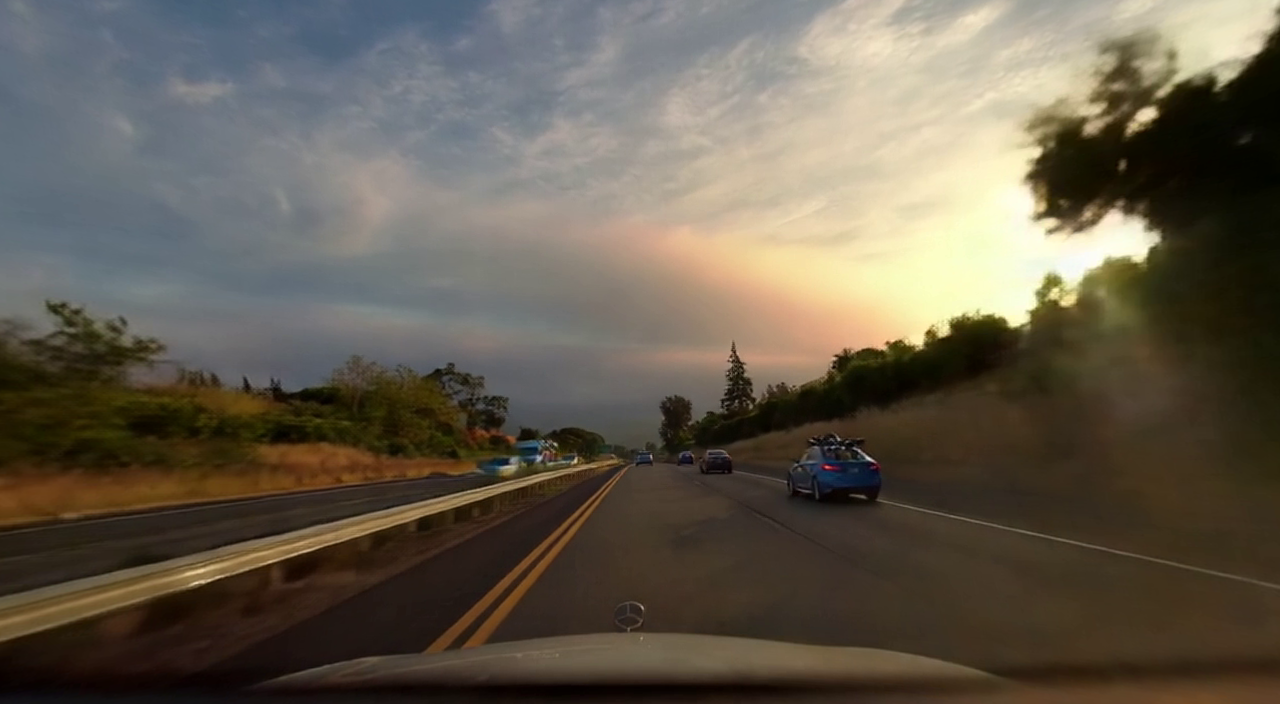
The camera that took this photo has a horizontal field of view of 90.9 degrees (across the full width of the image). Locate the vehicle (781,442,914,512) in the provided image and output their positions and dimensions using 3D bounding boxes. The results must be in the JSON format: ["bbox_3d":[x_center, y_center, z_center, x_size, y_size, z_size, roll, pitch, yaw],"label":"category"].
[{"bbox_3d":[4.964,3.023,15.691,1.964,1.513,3.707,0,-9,-1],"label":"vehicle"}]

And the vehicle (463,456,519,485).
[{"bbox_3d":[-8.389,6.692,35.879,1.979,1.470,4.558,0,-9,1],"label":"vehicle"}]

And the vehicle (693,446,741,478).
[{"bbox_3d":[4.272,6.204,35.848,2.122,1.662,4.392,0,-9,-1],"label":"vehicle"}]
